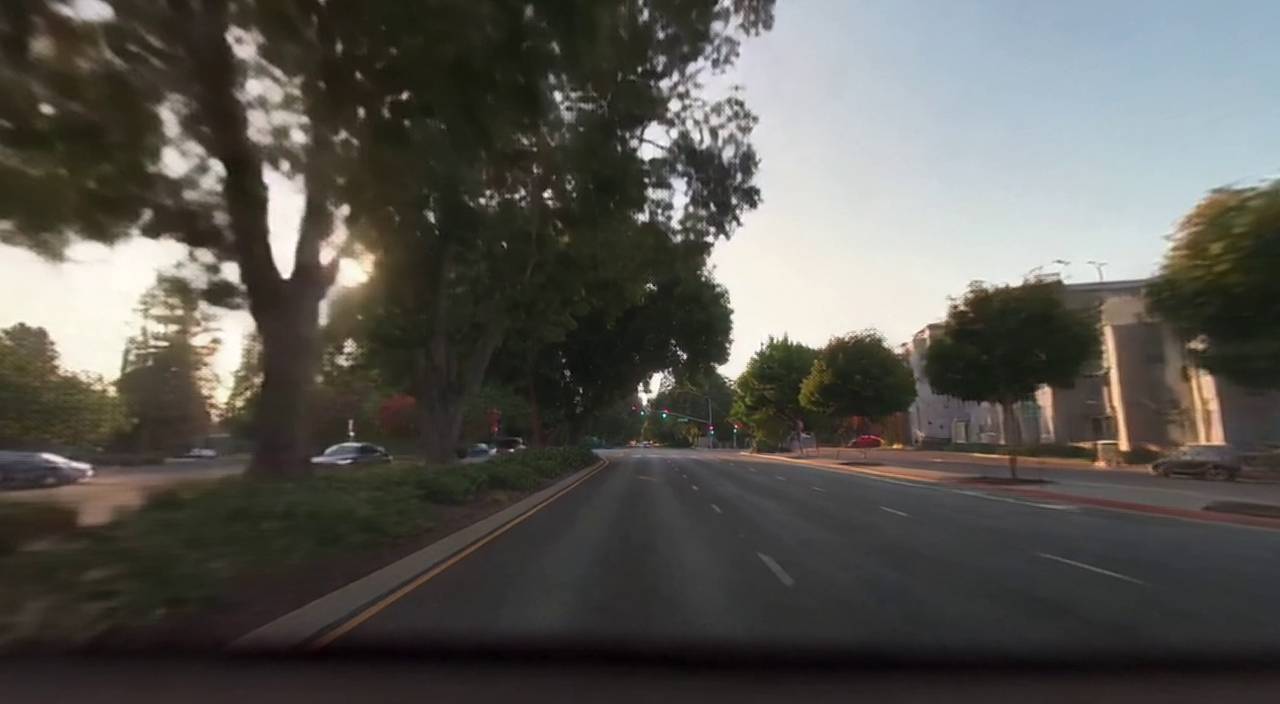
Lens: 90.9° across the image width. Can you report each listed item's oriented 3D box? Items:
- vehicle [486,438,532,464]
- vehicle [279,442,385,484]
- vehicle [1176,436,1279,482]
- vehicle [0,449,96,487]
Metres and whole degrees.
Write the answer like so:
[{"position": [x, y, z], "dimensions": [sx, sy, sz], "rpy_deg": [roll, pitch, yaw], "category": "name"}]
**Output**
[{"position": [-8.081, 6.166, 39.250], "dimensions": [1.936, 1.525, 4.214], "rpy_deg": [0, -8, 1], "category": "vehicle"}, {"position": [-11.617, 4.193, 24.160], "dimensions": [1.816, 1.457, 4.386], "rpy_deg": [0, -8, 1], "category": "vehicle"}, {"position": [21.354, 3.650, 21.682], "dimensions": [4.176, 1.490, 1.871], "rpy_deg": [0, -8, -3], "category": "vehicle"}, {"position": [-25.390, 4.679, 25.632], "dimensions": [4.663, 1.464, 1.906], "rpy_deg": [0, -8, -2], "category": "vehicle"}]
